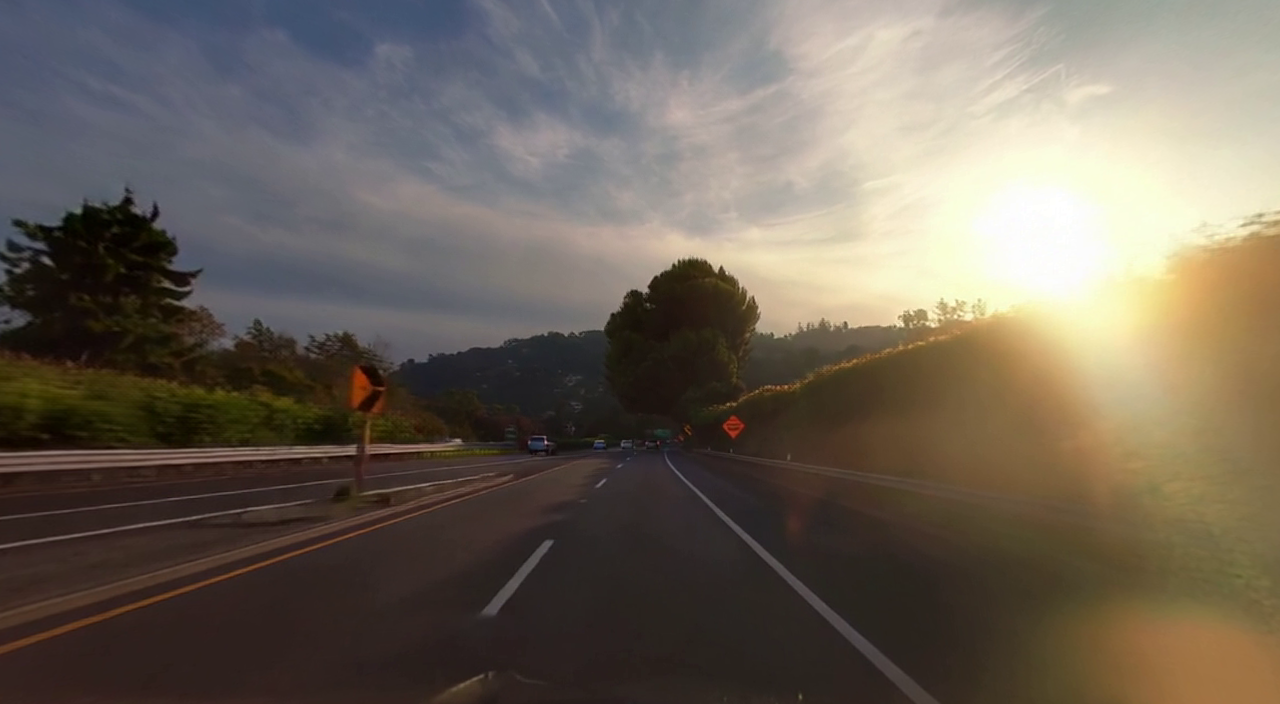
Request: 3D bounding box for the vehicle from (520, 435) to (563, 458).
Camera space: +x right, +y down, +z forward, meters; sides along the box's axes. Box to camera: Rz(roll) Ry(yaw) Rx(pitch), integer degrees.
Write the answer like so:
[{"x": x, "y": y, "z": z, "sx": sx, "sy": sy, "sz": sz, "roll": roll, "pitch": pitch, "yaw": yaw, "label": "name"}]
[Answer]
[{"x": -7.212, "y": 6.984, "z": 46.588, "sx": 2.141, "sy": 1.612, "sz": 3.998, "roll": -1, "pitch": -8, "yaw": 7, "label": "vehicle"}]
